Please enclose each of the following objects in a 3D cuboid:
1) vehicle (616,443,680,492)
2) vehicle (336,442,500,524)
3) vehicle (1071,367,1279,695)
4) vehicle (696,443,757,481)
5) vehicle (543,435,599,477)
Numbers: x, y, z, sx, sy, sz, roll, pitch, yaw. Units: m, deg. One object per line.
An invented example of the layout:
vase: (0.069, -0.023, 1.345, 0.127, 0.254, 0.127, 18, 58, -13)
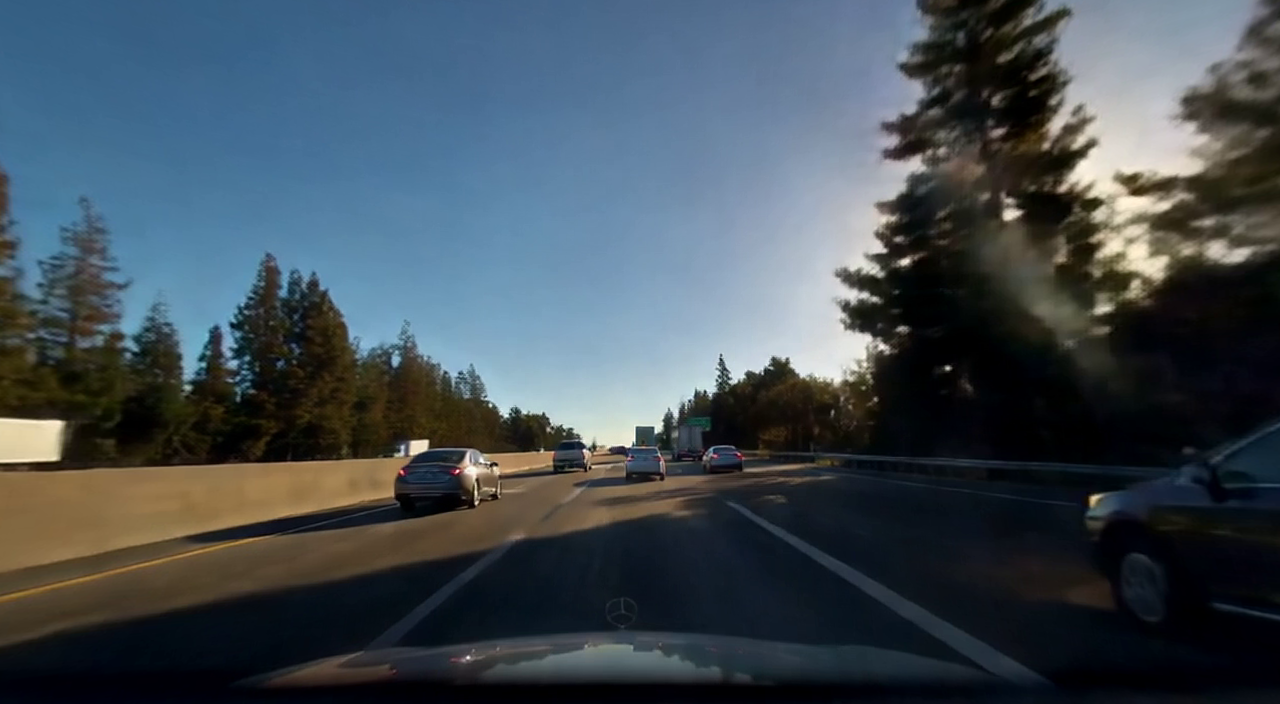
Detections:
vehicle: (0.253, 4.025, 22.204, 2.015, 1.526, 4.286, 0, -9, 0)
vehicle: (-4.581, 2.766, 13.776, 1.967, 1.473, 4.439, 0, -9, 0)
vehicle: (4.252, 0.793, 2.490, 2.018, 1.639, 4.149, 0, -9, -1)
vehicle: (3.725, 4.823, 27.676, 1.959, 1.503, 4.064, 0, -9, -2)
vehicle: (-3.447, 5.339, 32.252, 2.230, 1.973, 4.403, -1, -9, 2)
